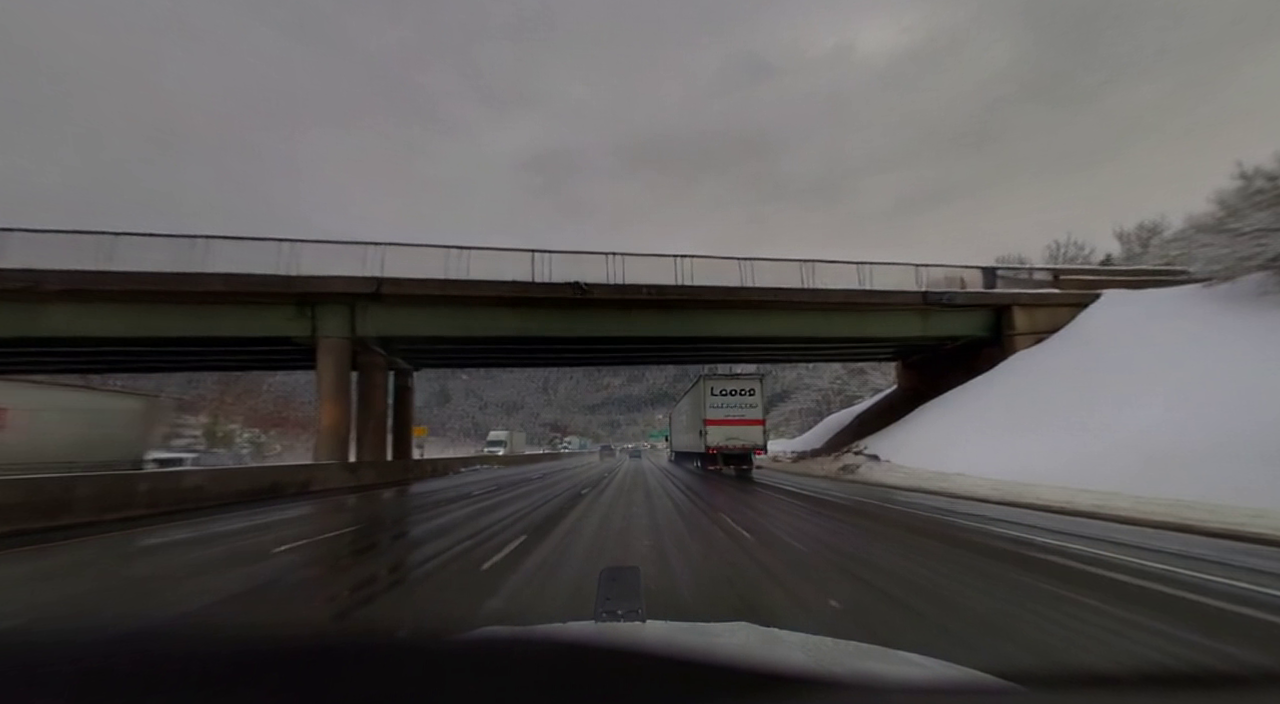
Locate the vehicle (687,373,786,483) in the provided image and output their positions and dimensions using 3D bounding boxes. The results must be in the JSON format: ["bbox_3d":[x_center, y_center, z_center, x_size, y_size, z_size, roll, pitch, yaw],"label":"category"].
[{"bbox_3d":[3.816,3.425,27.279,2.885,3.992,8.526,0,-9,0],"label":"vehicle"}]

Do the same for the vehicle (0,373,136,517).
[{"bbox_3d":[-19.608,2.276,15.514,3.071,4.011,13.632,0,-9,0],"label":"vehicle"}]
